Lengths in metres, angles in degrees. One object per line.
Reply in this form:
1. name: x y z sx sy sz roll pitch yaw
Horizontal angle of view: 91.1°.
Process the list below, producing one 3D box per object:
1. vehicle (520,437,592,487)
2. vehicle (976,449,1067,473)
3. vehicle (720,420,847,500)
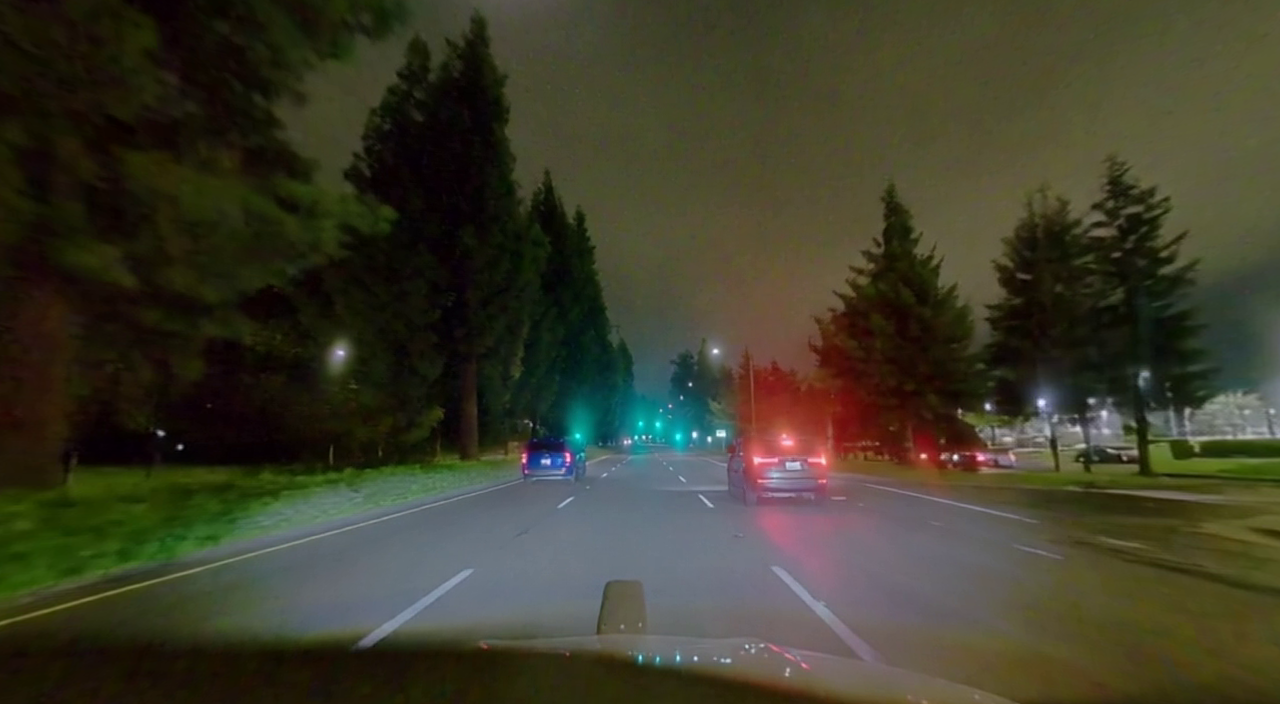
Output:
1. vehicle: -2.999 4.016 23.321 2.025 1.635 4.293 0 -8 1
2. vehicle: 24.494 7.026 40.392 4.587 1.460 1.924 0 -8 1
3. vehicle: 3.549 2.784 16.642 2.087 1.759 5.040 0 -8 -1
